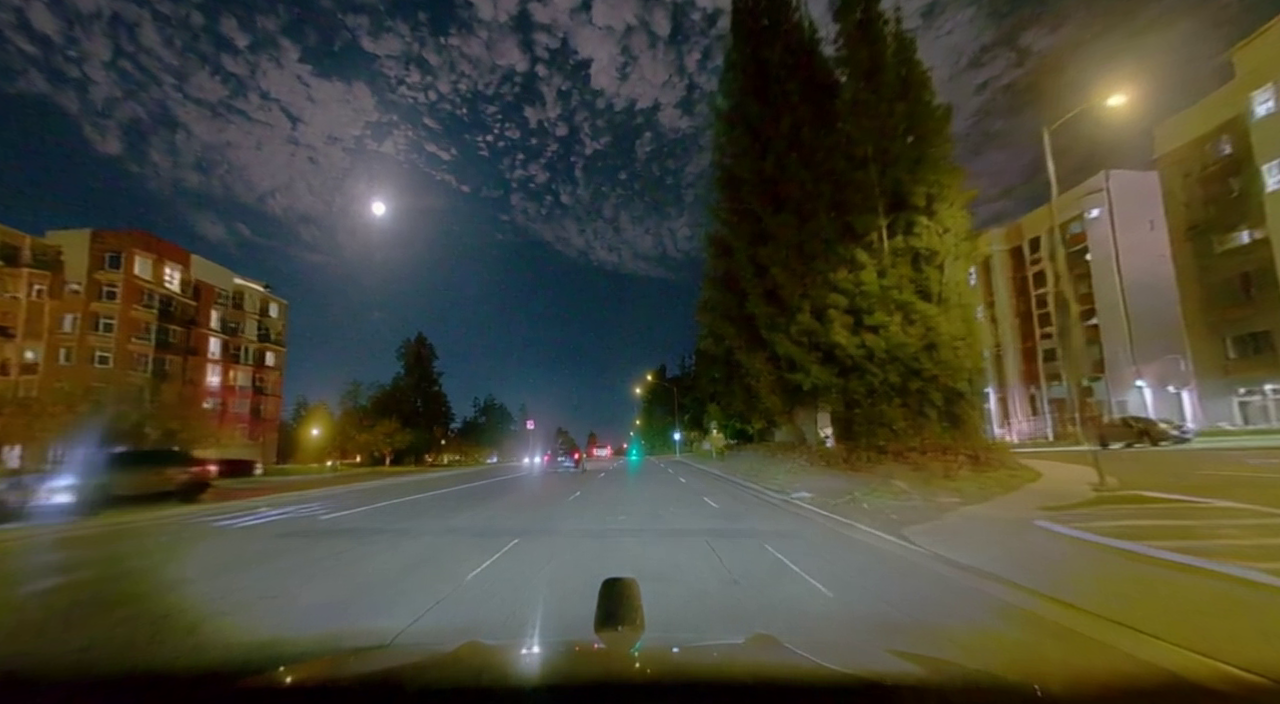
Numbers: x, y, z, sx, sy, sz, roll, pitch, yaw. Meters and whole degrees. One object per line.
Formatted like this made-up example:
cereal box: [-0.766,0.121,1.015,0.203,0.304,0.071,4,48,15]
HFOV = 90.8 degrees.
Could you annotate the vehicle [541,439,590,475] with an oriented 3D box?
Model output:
vehicle: [-3.806,5.429,32.906,1.959,1.741,4.141,0,-8,1]

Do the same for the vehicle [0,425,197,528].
vehicle: [-12.217,2.557,13.560,2.071,1.817,4.634,0,-8,-1]

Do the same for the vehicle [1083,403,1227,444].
vehicle: [25.069,3.618,31.160,2.195,1.814,5.872,0,-8,1]
